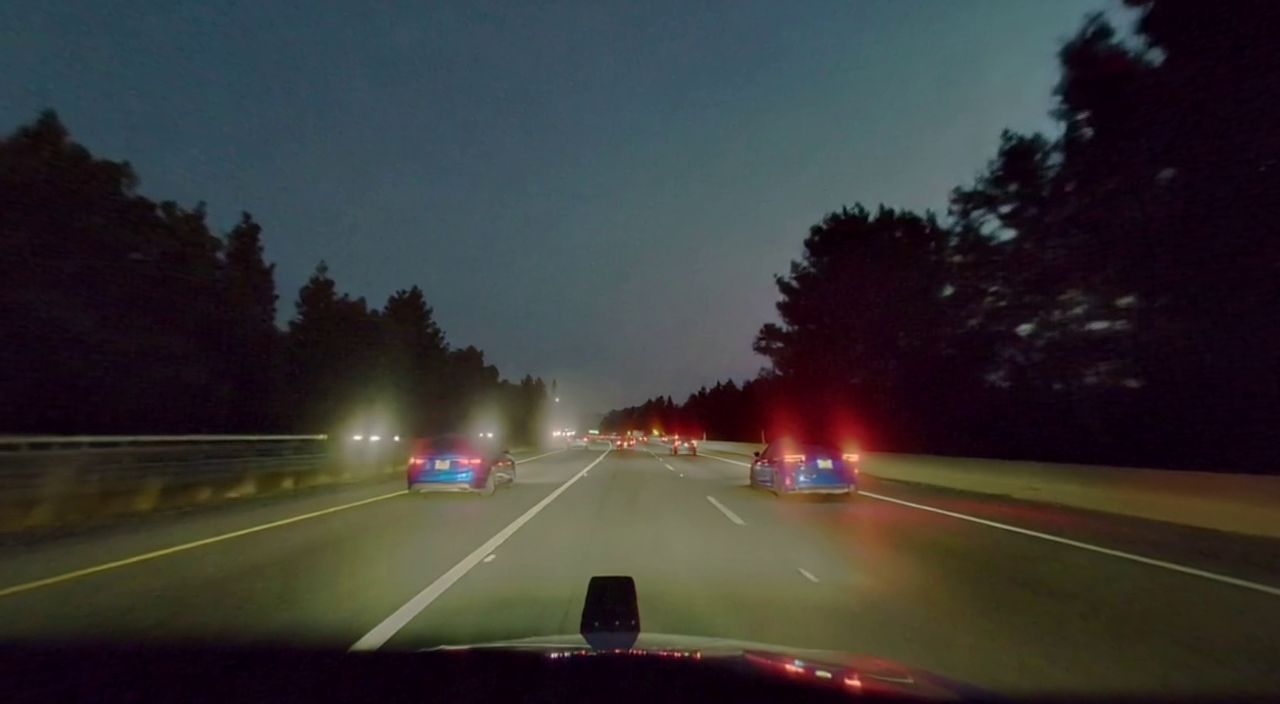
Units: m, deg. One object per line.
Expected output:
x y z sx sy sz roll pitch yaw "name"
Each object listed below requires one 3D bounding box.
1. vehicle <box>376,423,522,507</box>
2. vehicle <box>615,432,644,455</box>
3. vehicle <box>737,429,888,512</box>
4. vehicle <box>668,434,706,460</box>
-3.939 2.375 13.803 1.941 1.529 4.111 0 -8 -1 "vehicle"
-0.846 7.166 49.656 2.191 1.727 3.981 1 -8 -2 "vehicle"
3.455 2.433 13.472 1.986 1.488 3.867 1 -8 -3 "vehicle"
2.799 5.788 38.605 1.883 1.536 3.792 1 -8 -3 "vehicle"
